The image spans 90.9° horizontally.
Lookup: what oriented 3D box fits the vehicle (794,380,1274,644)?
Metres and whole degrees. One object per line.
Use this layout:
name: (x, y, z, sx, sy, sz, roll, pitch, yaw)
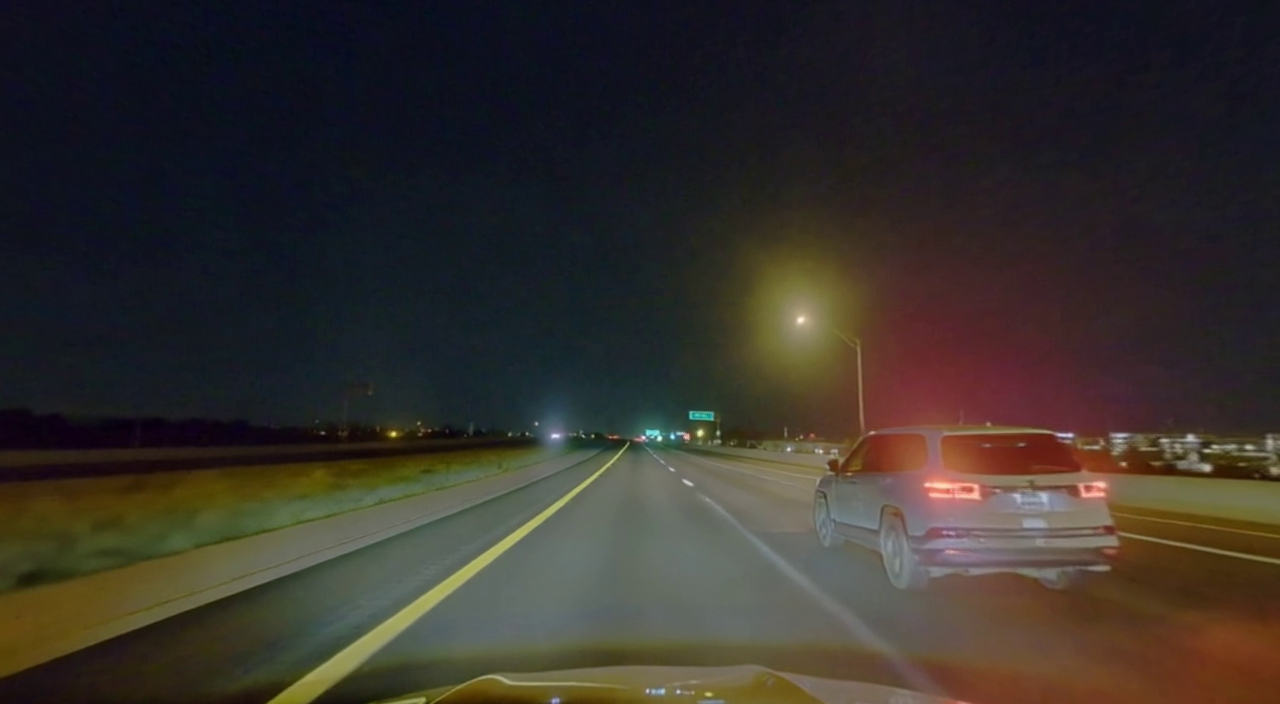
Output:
vehicle: (3.097, 1.359, 6.299, 2.059, 1.715, 4.192, 0, -8, 0)
